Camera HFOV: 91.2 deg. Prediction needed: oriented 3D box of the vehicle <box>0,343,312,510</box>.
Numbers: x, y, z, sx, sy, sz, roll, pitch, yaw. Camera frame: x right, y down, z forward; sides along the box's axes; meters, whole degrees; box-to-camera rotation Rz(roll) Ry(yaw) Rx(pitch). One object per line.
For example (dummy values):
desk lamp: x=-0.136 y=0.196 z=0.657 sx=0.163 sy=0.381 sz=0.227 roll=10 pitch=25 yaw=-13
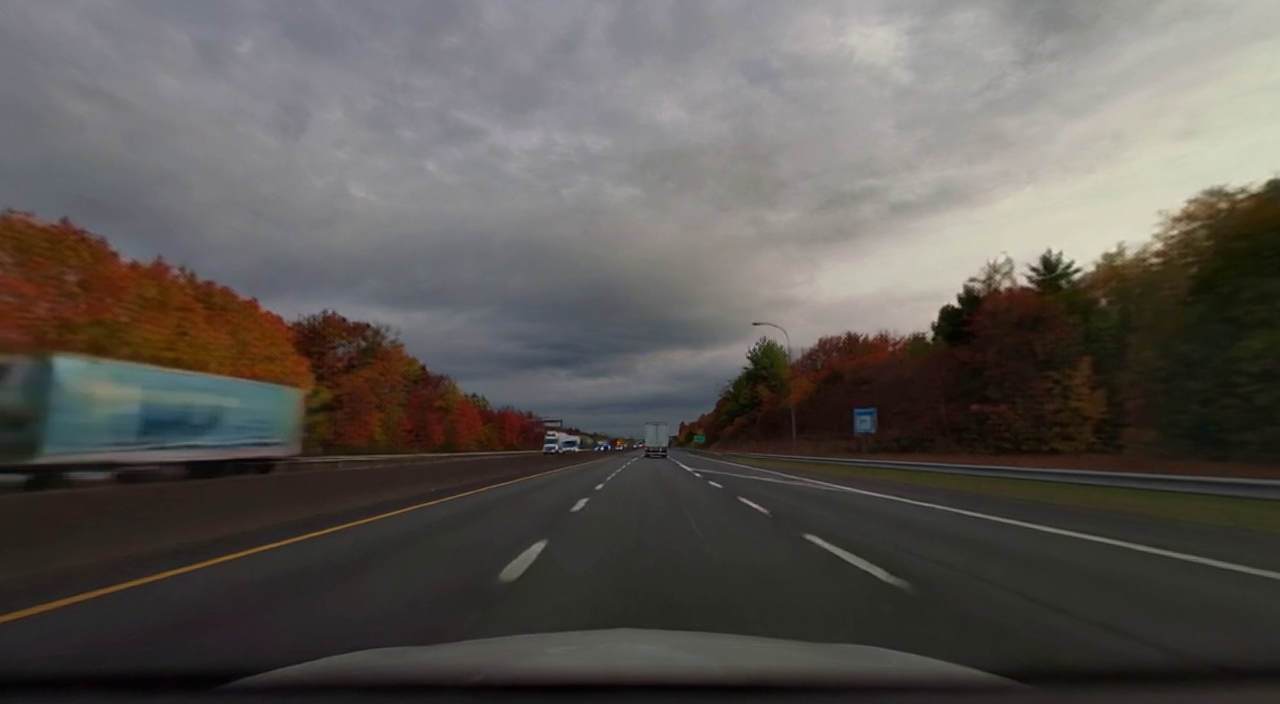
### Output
vehicle: x=-15.977 y=2.704 z=21.095 sx=2.835 sy=3.923 sz=12.584 roll=-1 pitch=-9 yaw=1

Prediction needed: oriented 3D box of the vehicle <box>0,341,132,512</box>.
vehicle: x=-16.014 y=1.772 z=14.655 sx=2.997 sy=3.843 sz=5.945 roll=-1 pitch=-9 yaw=0
